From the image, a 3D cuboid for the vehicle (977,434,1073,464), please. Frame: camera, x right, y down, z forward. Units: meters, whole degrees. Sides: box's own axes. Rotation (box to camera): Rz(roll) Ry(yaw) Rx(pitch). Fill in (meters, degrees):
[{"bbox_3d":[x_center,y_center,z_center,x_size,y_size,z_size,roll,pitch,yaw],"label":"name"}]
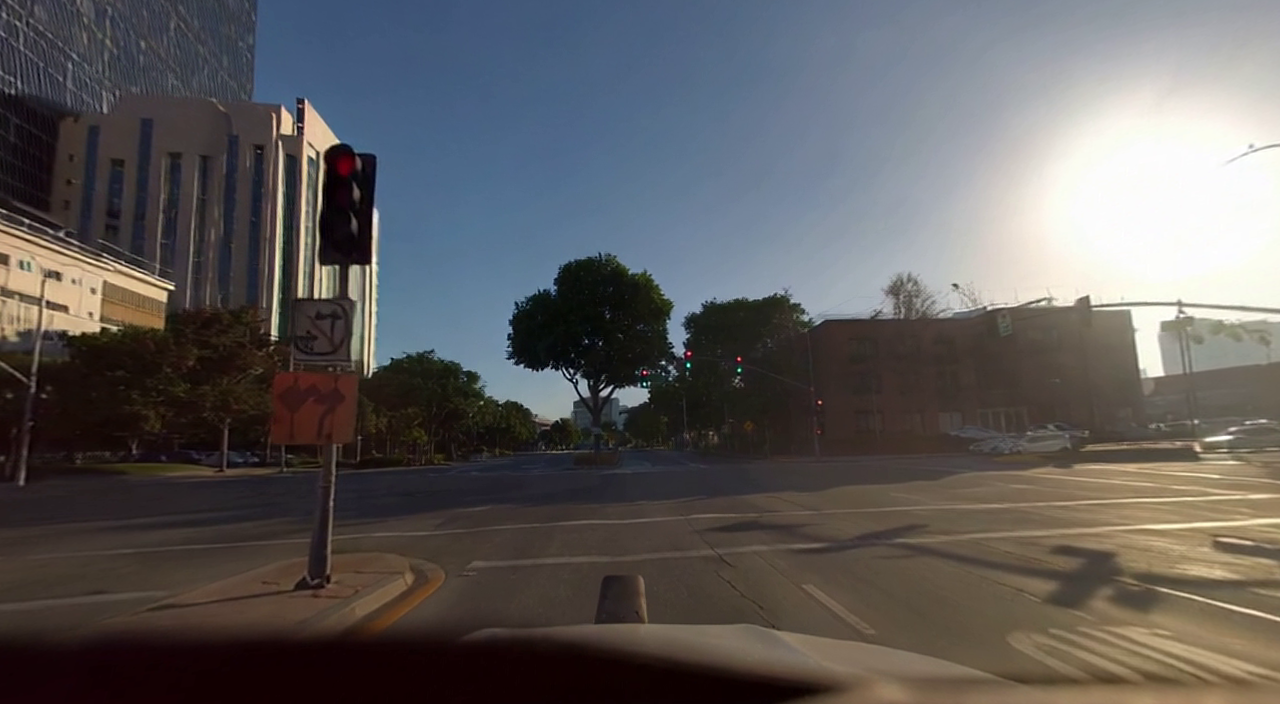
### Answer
[{"bbox_3d":[21.889,5.501,35.803,4.769,1.634,1.884,3,-9,-19],"label":"vehicle"}]
